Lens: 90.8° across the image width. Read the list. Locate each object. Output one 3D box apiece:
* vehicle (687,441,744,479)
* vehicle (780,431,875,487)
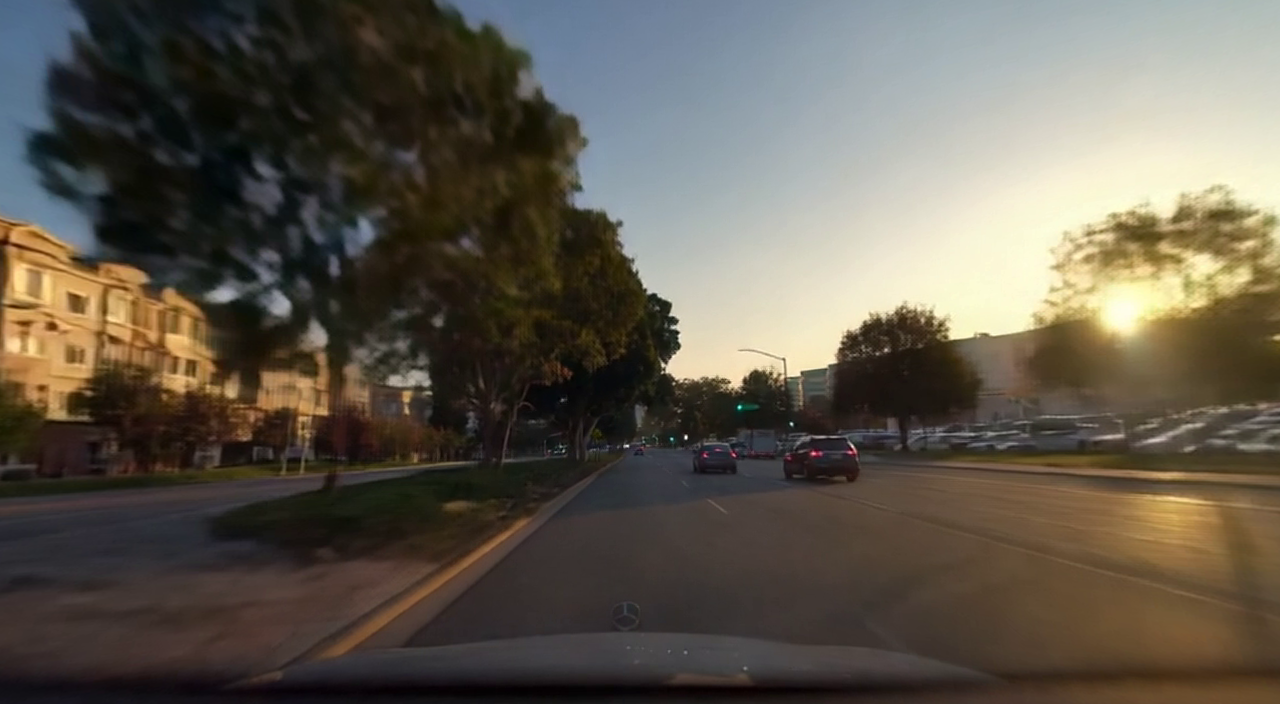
[{"bbox_3d":[3.243,4.731,28.031,1.917,1.538,4.259,0,-9,-1],"label":"vehicle"},{"bbox_3d":[6.586,3.818,22.783,1.946,1.773,4.641,0,-9,-1],"label":"vehicle"}]
